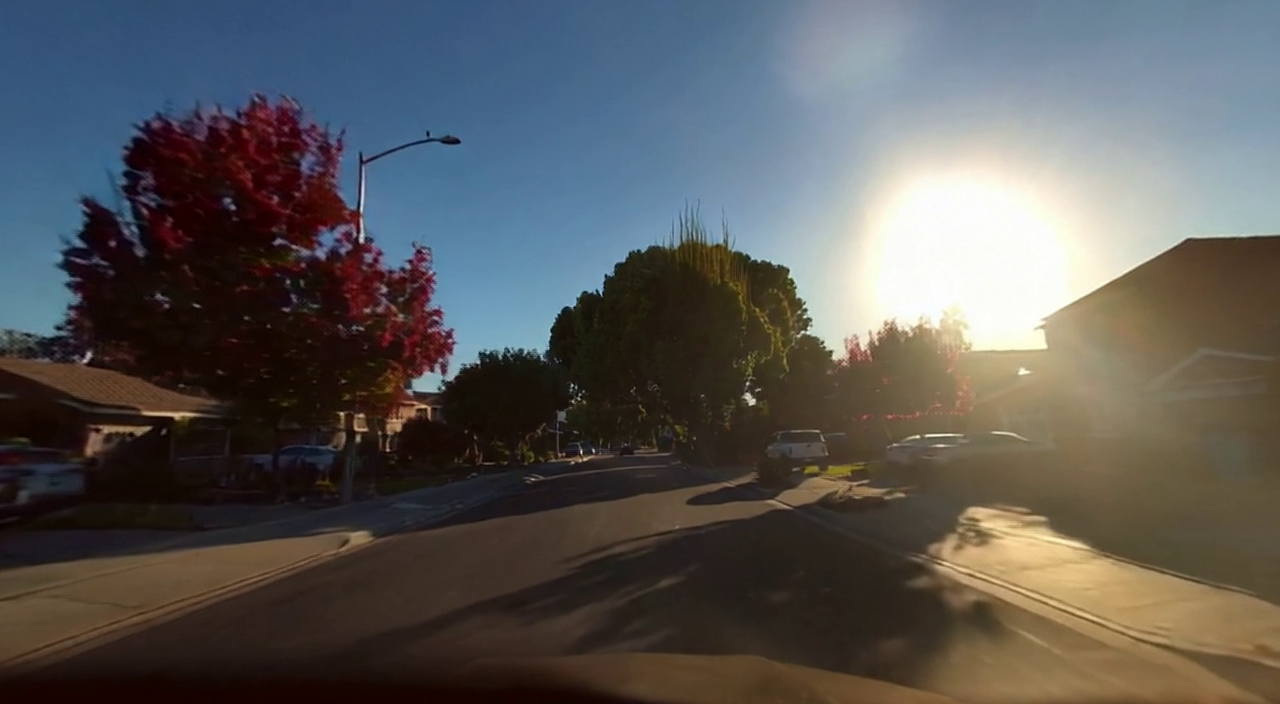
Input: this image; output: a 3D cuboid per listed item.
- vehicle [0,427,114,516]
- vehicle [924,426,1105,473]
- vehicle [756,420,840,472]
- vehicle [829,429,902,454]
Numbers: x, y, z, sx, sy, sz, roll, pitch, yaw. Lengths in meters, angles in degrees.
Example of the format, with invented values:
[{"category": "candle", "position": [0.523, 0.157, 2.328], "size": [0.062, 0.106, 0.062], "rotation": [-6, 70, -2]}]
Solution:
[{"category": "vehicle", "position": [-15.046, 2.619, 14.066], "size": [4.578, 1.808, 2.162], "rotation": [0, -8, -4]}, {"category": "vehicle", "position": [12.108, 3.180, 20.663], "size": [4.686, 1.466, 1.869], "rotation": [0, -8, 0]}, {"category": "vehicle", "position": [6.851, 4.161, 28.001], "size": [2.233, 1.923, 4.848], "rotation": [-4, -8, -2]}, {"category": "vehicle", "position": [14.601, 5.838, 41.040], "size": [4.045, 1.570, 1.864], "rotation": [0, -8, -1]}]
